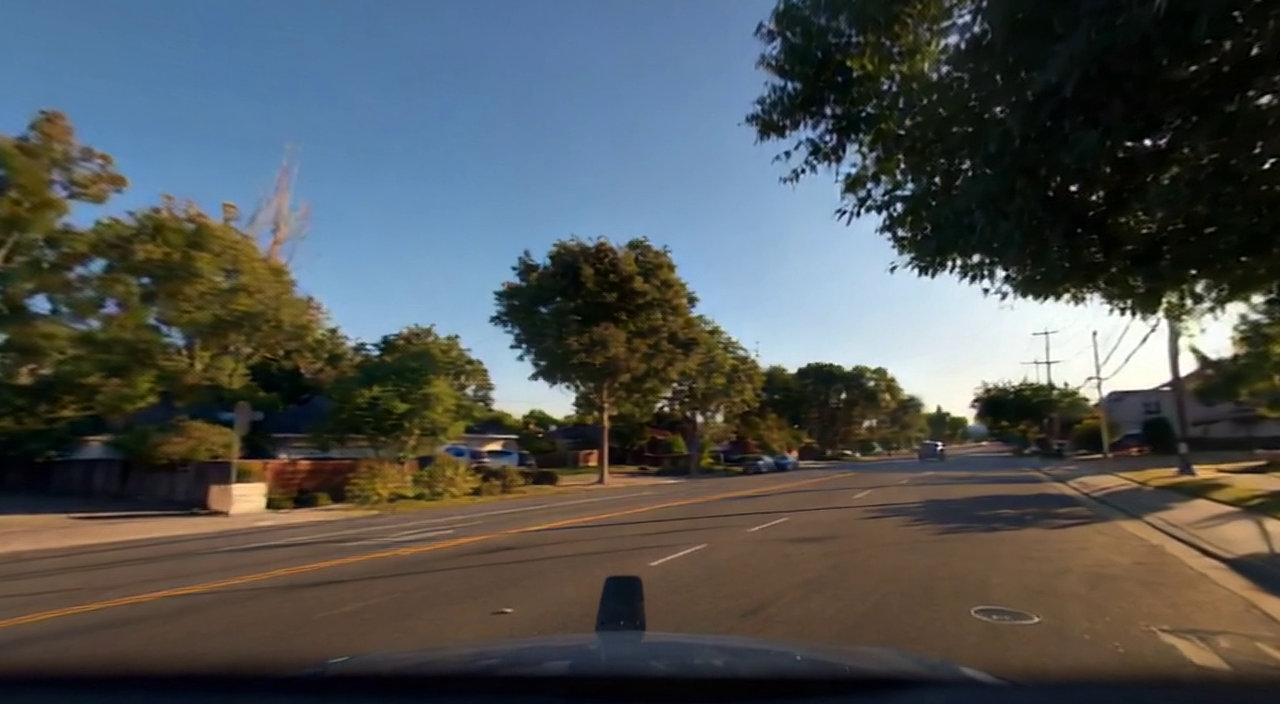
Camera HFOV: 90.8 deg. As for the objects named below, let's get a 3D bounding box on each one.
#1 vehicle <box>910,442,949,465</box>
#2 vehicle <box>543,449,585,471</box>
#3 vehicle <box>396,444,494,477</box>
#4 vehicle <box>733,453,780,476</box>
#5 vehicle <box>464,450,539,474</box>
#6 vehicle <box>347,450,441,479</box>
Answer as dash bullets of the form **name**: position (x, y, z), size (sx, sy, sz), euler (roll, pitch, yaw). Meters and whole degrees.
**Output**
- **vehicle**: position (22.570, 7.900, 49.148), size (2.115, 1.696, 4.473), euler (-5, -10, 31)
- **vehicle**: position (-5.697, 8.144, 47.904), size (1.769, 1.414, 4.434), euler (-1, -7, 13)
- **vehicle**: position (-11.875, 6.534, 38.374), size (5.866, 1.877, 2.280), euler (-5, -10, 31)
- **vehicle**: position (8.536, 8.154, 45.948), size (1.936, 1.489, 4.311), euler (-5, -10, 31)
- **vehicle**: position (-9.108, 7.265, 41.756), size (4.326, 1.452, 2.121), euler (-2, -9, 18)
- **vehicle**: position (-13.723, 6.234, 35.178), size (4.937, 1.445, 2.048), euler (-4, -10, 27)
